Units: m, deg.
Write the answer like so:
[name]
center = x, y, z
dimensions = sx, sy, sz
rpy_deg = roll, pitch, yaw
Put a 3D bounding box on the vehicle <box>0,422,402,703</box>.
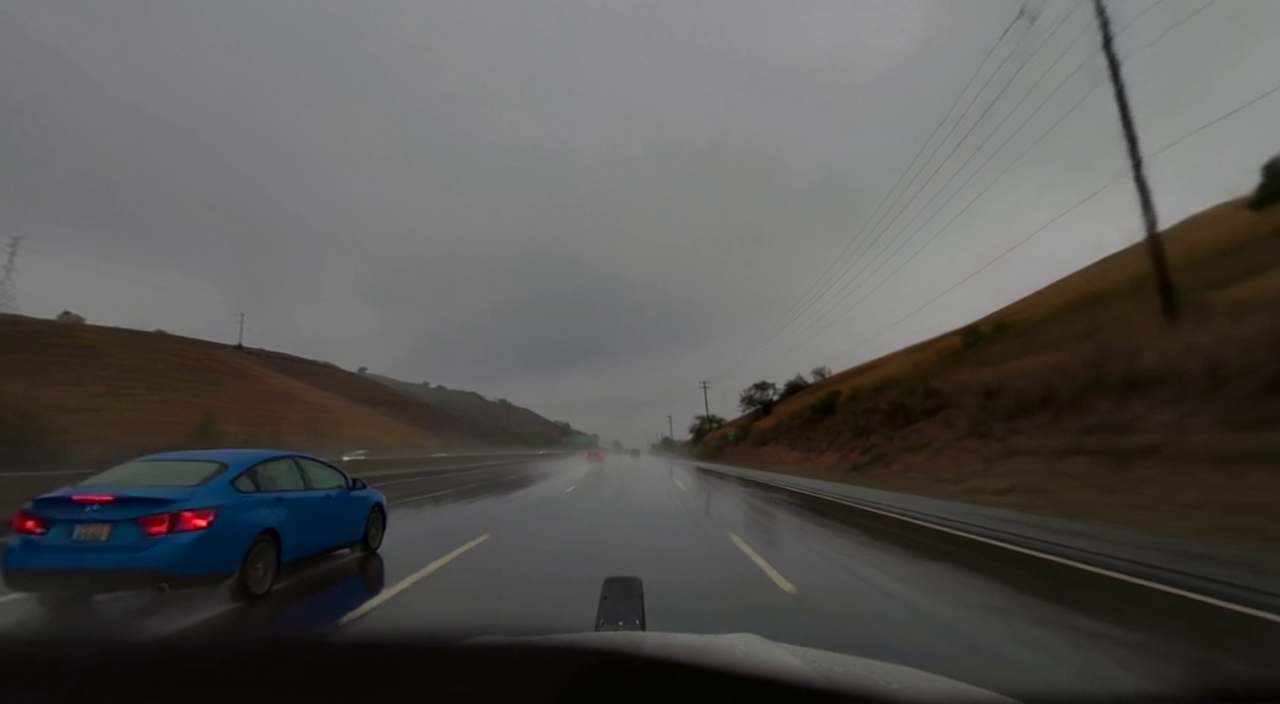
[vehicle]
center = -4.102, 1.470, 5.550
dimensions = 2.064, 1.489, 4.966
rpy_deg = 0, -9, 0
